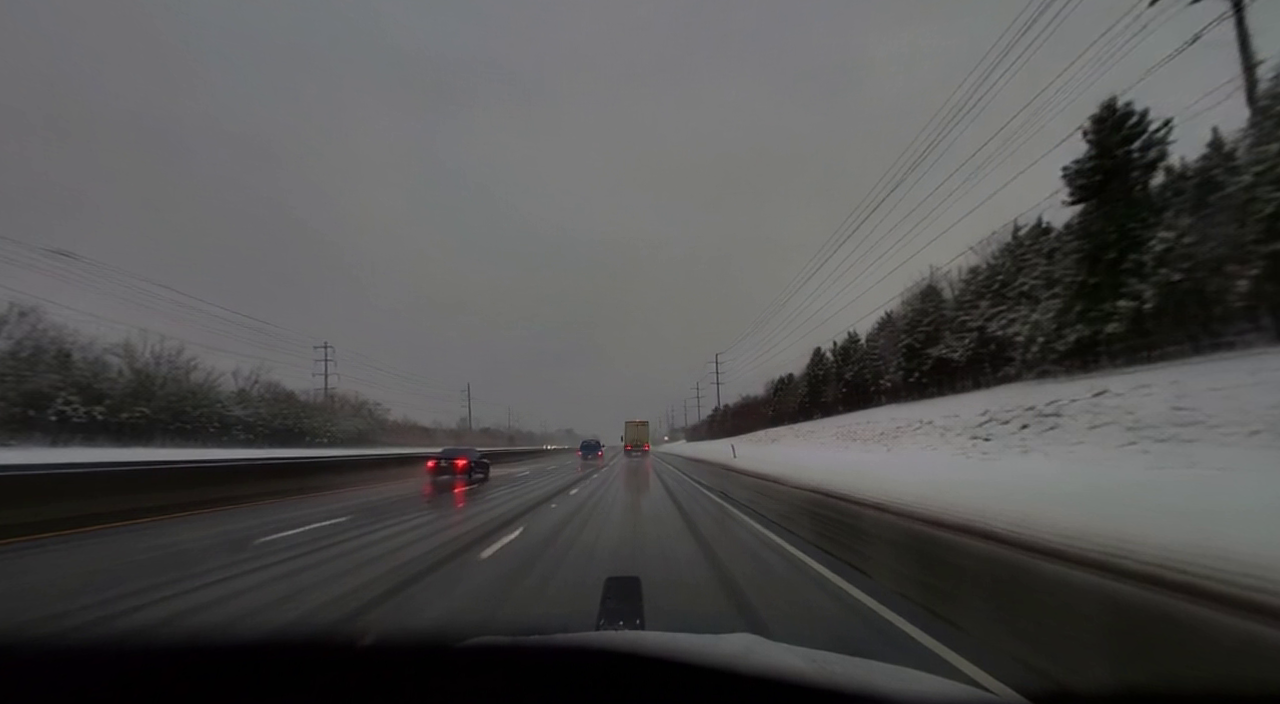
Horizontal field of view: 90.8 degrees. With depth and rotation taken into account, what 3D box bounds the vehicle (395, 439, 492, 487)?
[{"bbox_3d":[-7.062,4.039,23.221,2.066,1.558,4.607,0,-9,0],"label":"vehicle"}]
